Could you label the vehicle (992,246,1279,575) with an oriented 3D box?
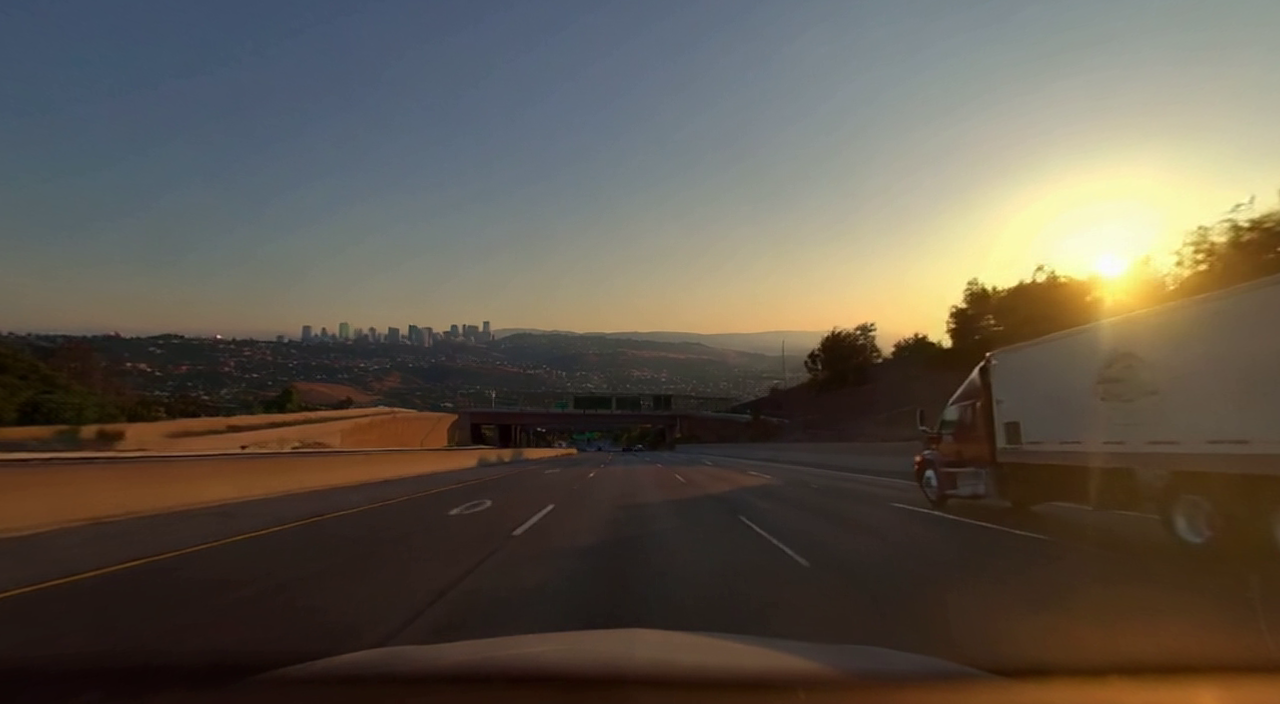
[{"bbox_3d":[7.225,0.668,6.745,2.627,3.011,7.287,0,-8,0],"label":"vehicle"}]
